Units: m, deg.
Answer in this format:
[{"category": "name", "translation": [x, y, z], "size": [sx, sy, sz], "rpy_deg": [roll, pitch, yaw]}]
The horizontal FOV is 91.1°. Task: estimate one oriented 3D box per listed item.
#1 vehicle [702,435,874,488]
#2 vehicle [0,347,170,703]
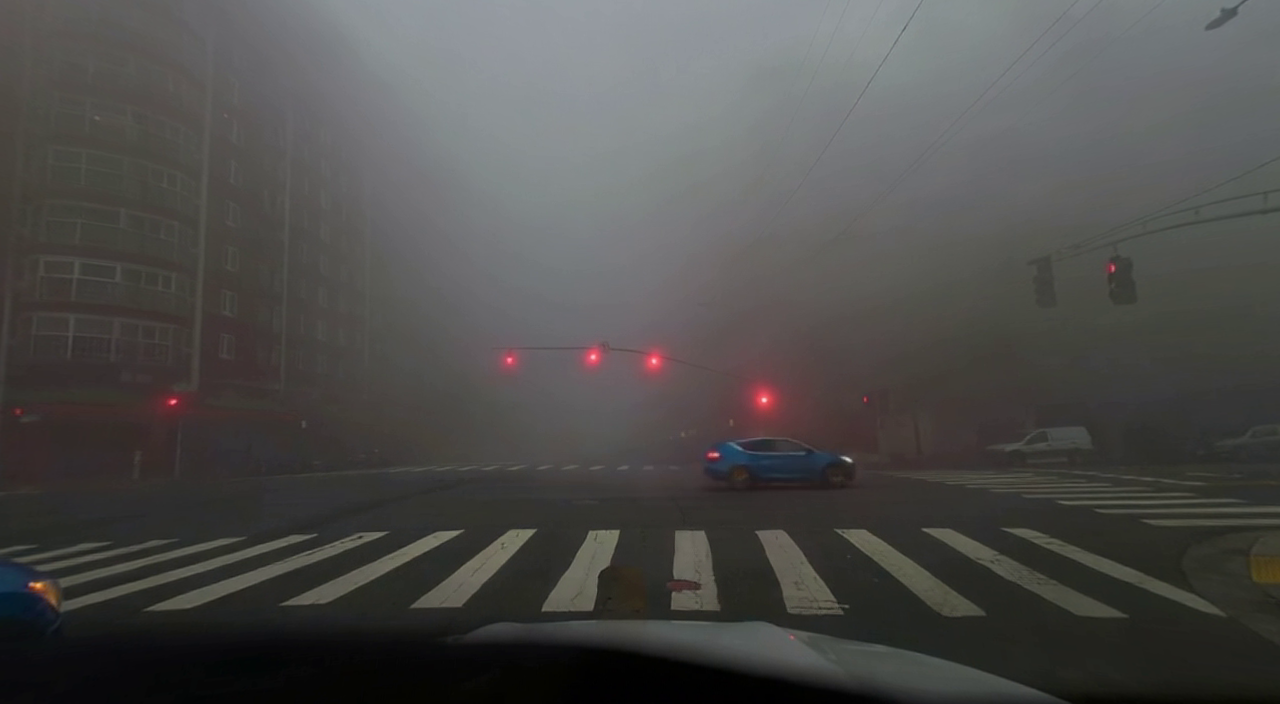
[{"category": "vehicle", "translation": [4.205, 3.197, 18.479], "size": [4.551, 1.454, 1.941], "rpy_deg": [0, -8, 0]}, {"category": "vehicle", "translation": [-3.629, 0.615, 1.060], "size": [2.109, 1.692, 4.587], "rpy_deg": [0, -8, 0]}]
